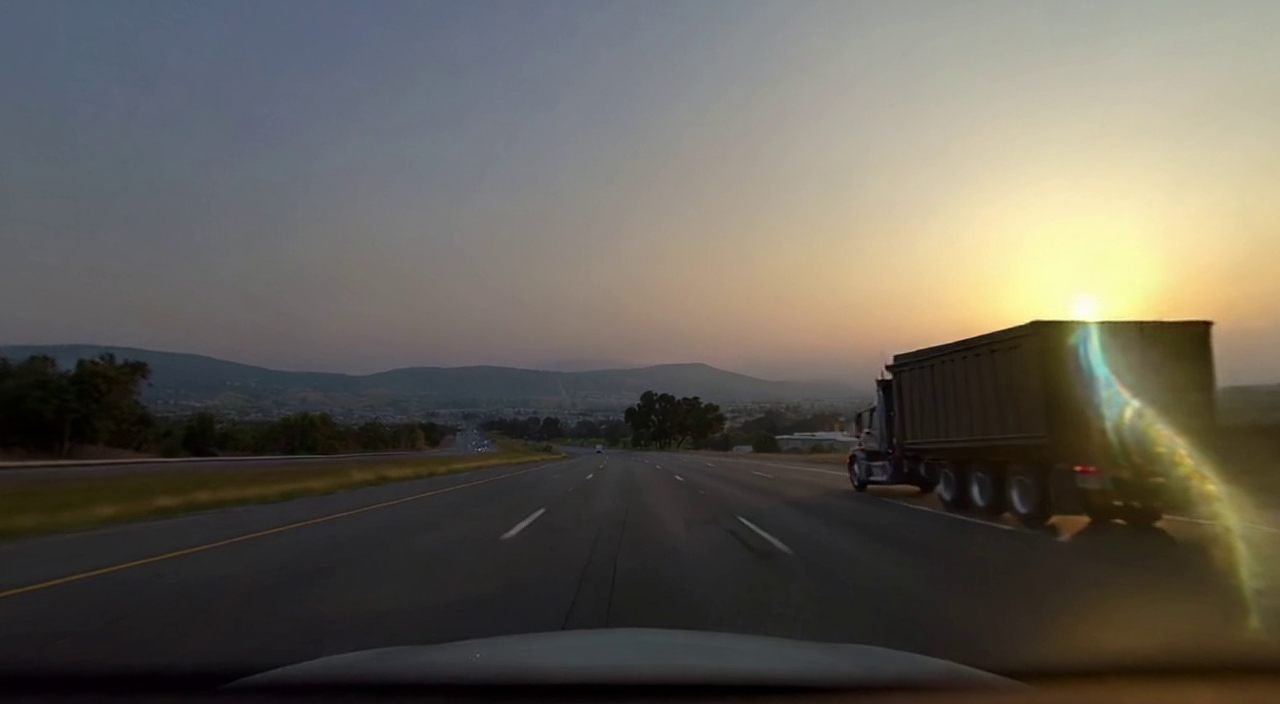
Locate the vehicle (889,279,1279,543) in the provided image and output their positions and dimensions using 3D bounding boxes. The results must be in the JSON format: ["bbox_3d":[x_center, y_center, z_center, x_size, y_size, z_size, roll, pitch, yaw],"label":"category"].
[{"bbox_3d":[7.179,1.181,10.876,2.627,3.011,7.287,0,-9,-1],"label":"vehicle"}]
